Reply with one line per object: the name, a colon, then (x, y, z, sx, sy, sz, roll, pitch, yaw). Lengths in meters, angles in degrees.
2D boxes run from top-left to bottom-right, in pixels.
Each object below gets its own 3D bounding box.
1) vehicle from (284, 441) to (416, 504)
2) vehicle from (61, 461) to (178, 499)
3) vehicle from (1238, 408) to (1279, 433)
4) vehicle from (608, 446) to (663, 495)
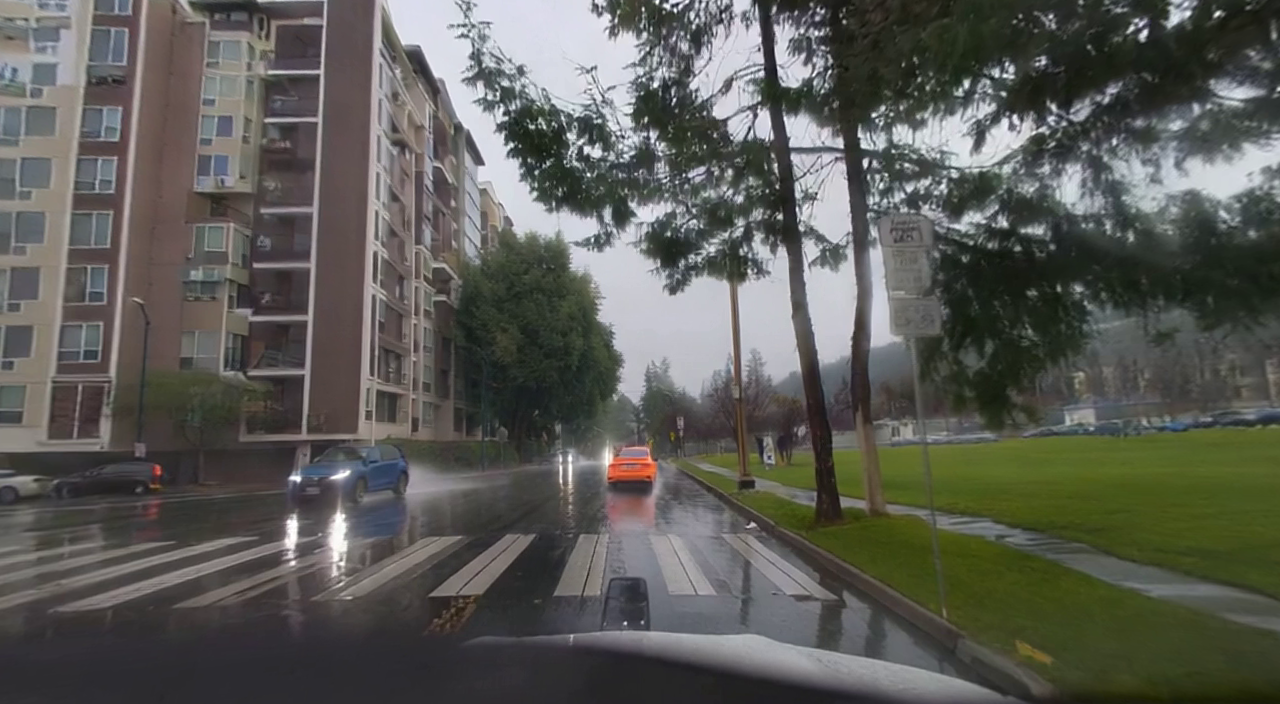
vehicle: (-9.106, 3.799, 20.279, 2.126, 1.780, 4.279, -1, -9, 1)
vehicle: (-25.568, 6.223, 31.058, 2.038, 1.618, 4.086, -9, -12, 43)
vehicle: (49.709, 5.386, 49.117, 4.639, 1.752, 2.158, 3, -9, -15)
vehicle: (-0.162, 3.717, 19.639, 1.559, 1.351, 2.452, -2, -12, -2)
